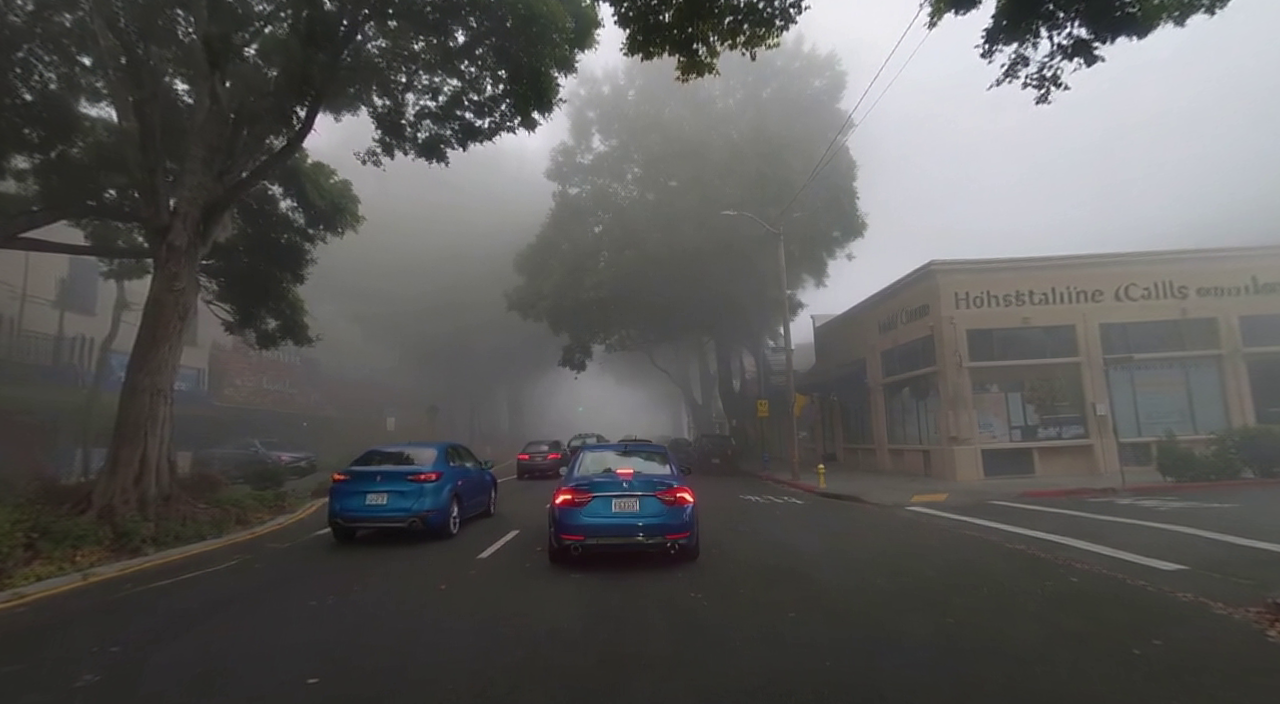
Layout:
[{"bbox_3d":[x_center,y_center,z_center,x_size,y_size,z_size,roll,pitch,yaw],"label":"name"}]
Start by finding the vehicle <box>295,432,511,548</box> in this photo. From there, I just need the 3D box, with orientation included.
[{"bbox_3d":[-3.463,2.087,10.174,1.905,1.473,4.016,0,-9,0],"label":"vehicle"}]

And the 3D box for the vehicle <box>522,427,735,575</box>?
[{"bbox_3d":[-0.110,1.824,8.499,2.160,1.482,4.037,0,-9,0],"label":"vehicle"}]

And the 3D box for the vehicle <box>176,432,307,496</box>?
[{"bbox_3d":[-19.156,5.371,30.806,2.286,2.777,5.926,-1,-9,2],"label":"vehicle"}]
